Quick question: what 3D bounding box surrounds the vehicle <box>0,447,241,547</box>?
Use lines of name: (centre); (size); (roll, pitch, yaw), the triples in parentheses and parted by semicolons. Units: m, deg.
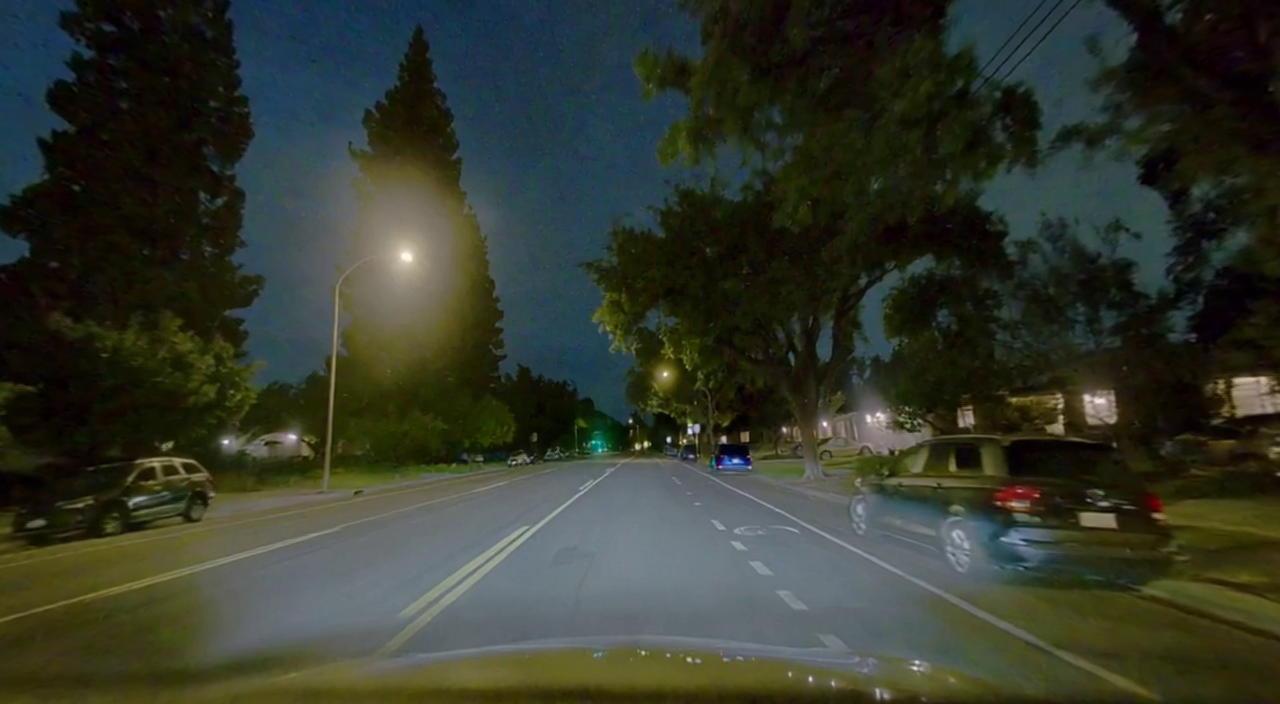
vehicle: (-11.232, 3.018, 13.911); (2.077, 1.822, 4.305); (0, -8, -1)

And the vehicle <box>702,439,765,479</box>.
vehicle: (4.175, 4.885, 29.118); (2.173, 1.656, 4.514); (0, -8, -1)

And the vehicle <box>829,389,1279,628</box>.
vehicle: (4.024, 1.565, 7.341); (2.139, 1.827, 4.791); (0, -9, 0)
